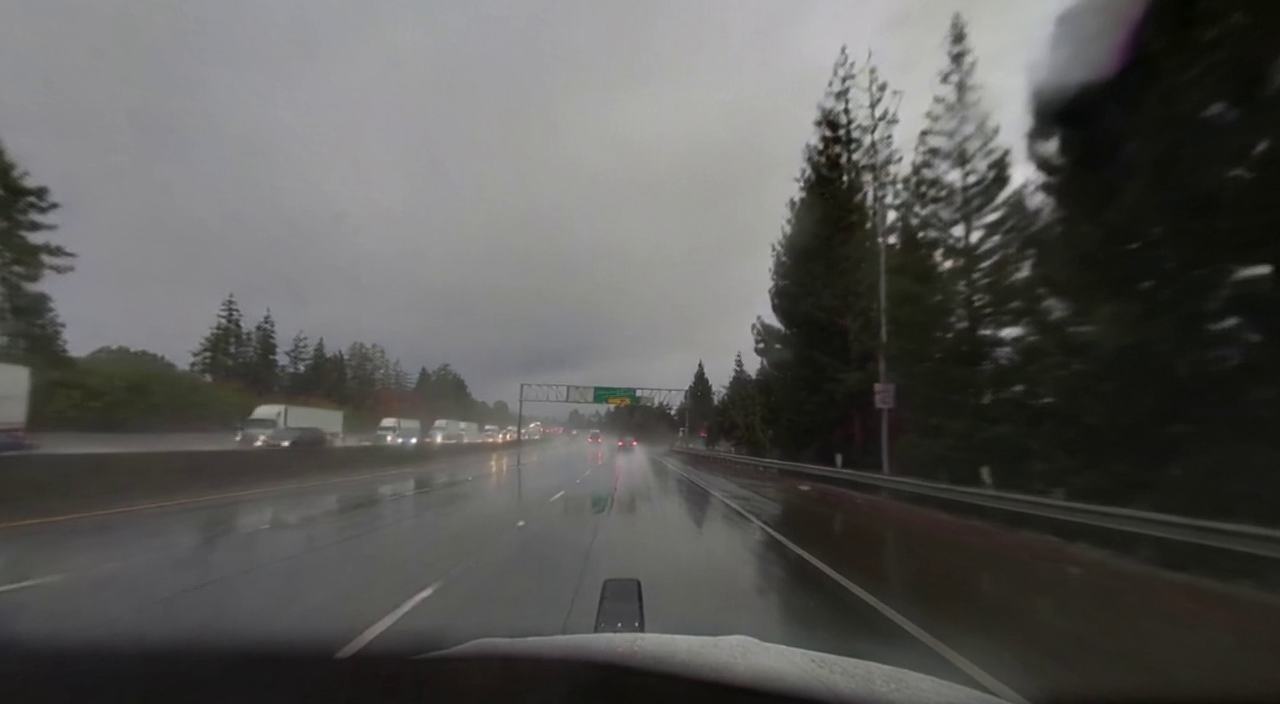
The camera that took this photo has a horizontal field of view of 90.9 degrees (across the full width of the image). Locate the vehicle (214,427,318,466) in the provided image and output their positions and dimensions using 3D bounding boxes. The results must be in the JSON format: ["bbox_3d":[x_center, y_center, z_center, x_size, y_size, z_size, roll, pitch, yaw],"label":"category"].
[{"bbox_3d":[-17.955,4.536,30.598,2.070,1.725,4.946,0,-8,-1],"label":"vehicle"}]

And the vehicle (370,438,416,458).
[{"bbox_3d":[-18.981,7.372,48.626,1.896,1.425,4.391,0,-8,-1],"label":"vehicle"}]

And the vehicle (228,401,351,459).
[{"bbox_3d":[-26.118,6.005,48.020,2.922,3.800,11.932,0,-8,-2],"label":"vehicle"}]

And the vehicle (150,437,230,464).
[{"bbox_3d":[-25.866,5.663,36.398,1.741,1.455,3.896,0,-8,0],"label":"vehicle"}]

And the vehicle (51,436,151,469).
[{"bbox_3d":[-25.566,4.746,30.049,1.694,1.429,3.479,0,-8,-1],"label":"vehicle"}]
